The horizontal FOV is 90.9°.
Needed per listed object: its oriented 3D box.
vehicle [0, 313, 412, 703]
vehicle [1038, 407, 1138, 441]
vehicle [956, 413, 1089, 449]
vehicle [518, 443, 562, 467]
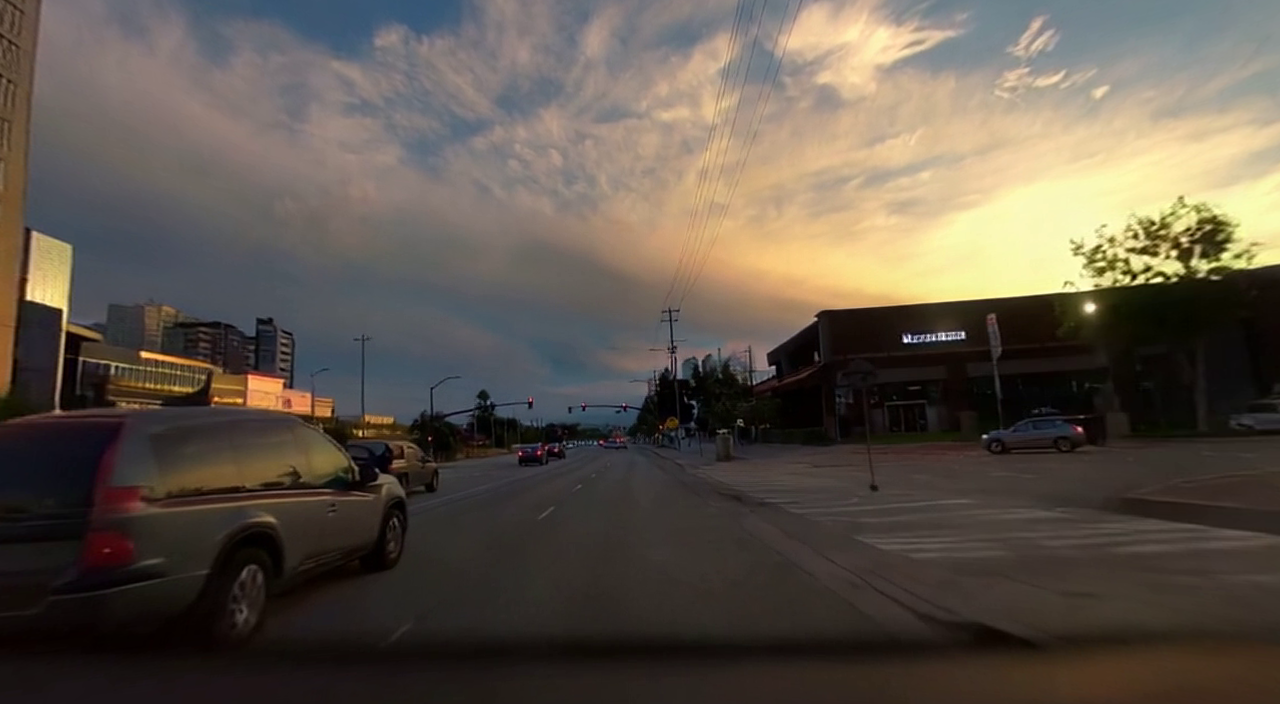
[{"bbox_3d":[-3.469,0.986,3.922,2.277,1.743,4.893,0,-9,0],"label":"vehicle"},{"bbox_3d":[24.518,4.013,34.763,1.903,1.700,4.934,0,-8,1],"label":"vehicle"},{"bbox_3d":[16.877,3.536,27.996,4.573,1.532,1.983,0,-8,0],"label":"vehicle"},{"bbox_3d":[-6.408,6.641,40.845,2.030,1.488,4.650,0,-9,1],"label":"vehicle"}]
